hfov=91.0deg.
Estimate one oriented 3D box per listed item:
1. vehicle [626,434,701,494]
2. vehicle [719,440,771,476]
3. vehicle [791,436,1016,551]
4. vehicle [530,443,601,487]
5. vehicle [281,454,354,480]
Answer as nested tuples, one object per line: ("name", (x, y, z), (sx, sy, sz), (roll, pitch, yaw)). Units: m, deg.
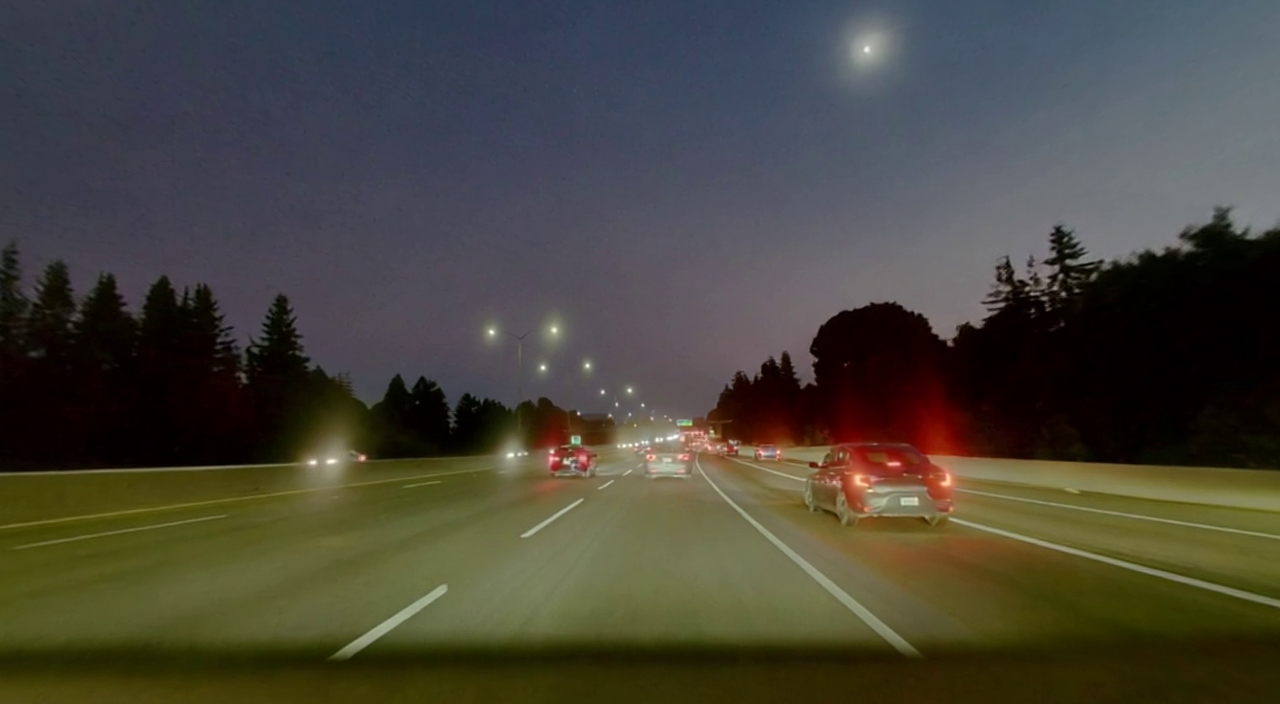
("vehicle", (0.769, 3.596, 20.525), (2.181, 1.728, 3.970), (0, -9, 2))
("vehicle", (5.358, 5.481, 32.772), (2.063, 1.710, 4.591), (0, -9, 1))
("vehicle", (4.090, 2.254, 10.742), (1.999, 1.514, 4.338), (0, -9, 1))
("vehicle", (-2.761, 4.322, 24.389), (2.012, 1.495, 4.169), (0, -9, 3))
("vehicle", (-21.210, 7.569, 41.683), (1.902, 1.522, 5.027), (0, -9, 3))
